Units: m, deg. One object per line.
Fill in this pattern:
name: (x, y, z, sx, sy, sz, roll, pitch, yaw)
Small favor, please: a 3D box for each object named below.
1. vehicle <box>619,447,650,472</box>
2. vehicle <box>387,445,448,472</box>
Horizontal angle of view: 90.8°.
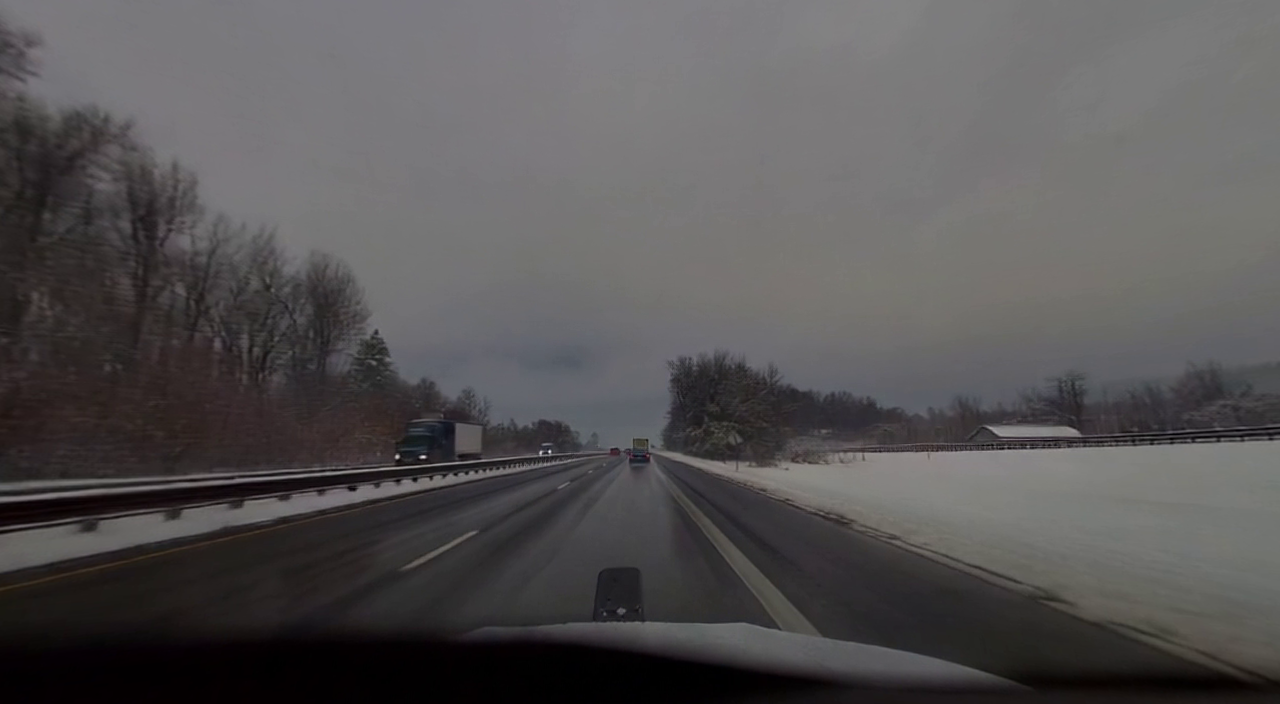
vehicle: (-0.325, 6.681, 39.392, 1.853, 1.436, 3.438, 0, -9, 0)
vehicle: (-12.159, 5.871, 34.755, 1.829, 1.397, 4.326, 0, -9, -1)
